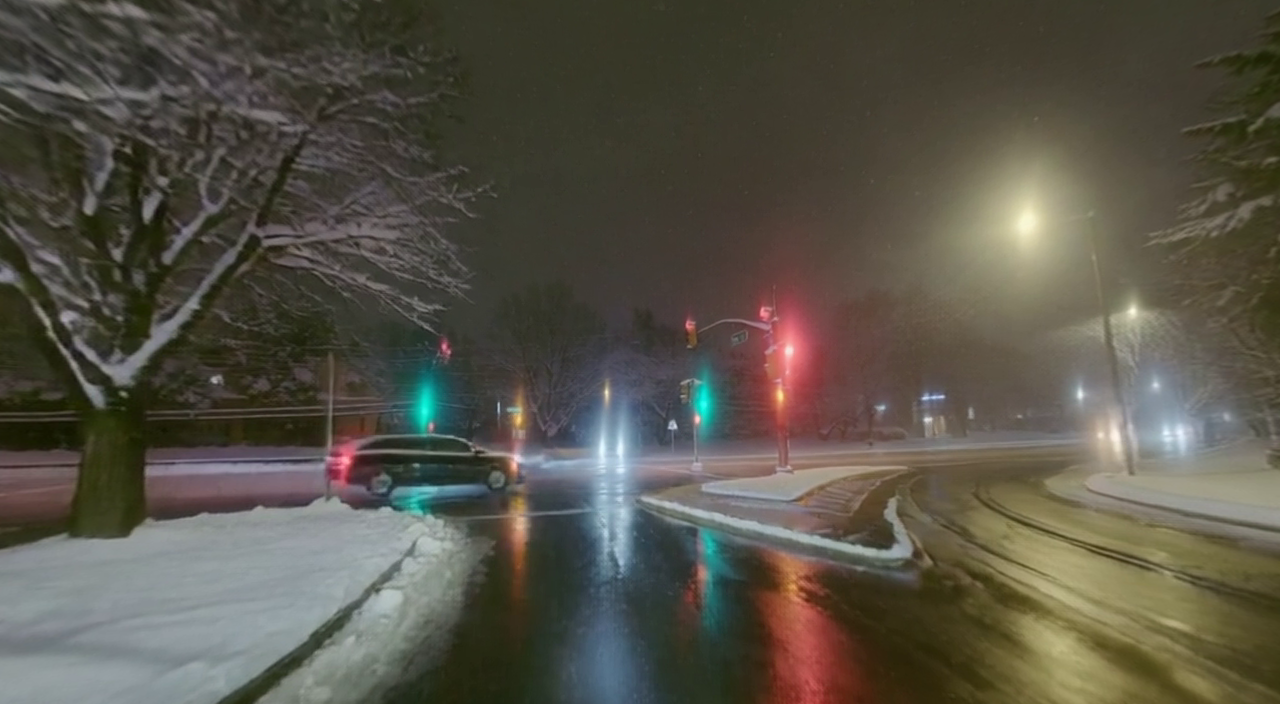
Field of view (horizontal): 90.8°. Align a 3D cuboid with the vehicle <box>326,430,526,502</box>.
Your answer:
[{"bbox_3d":[-5.427,2.844,16.149,4.545,1.602,2.014,4,-9,-27],"label":"vehicle"}]
